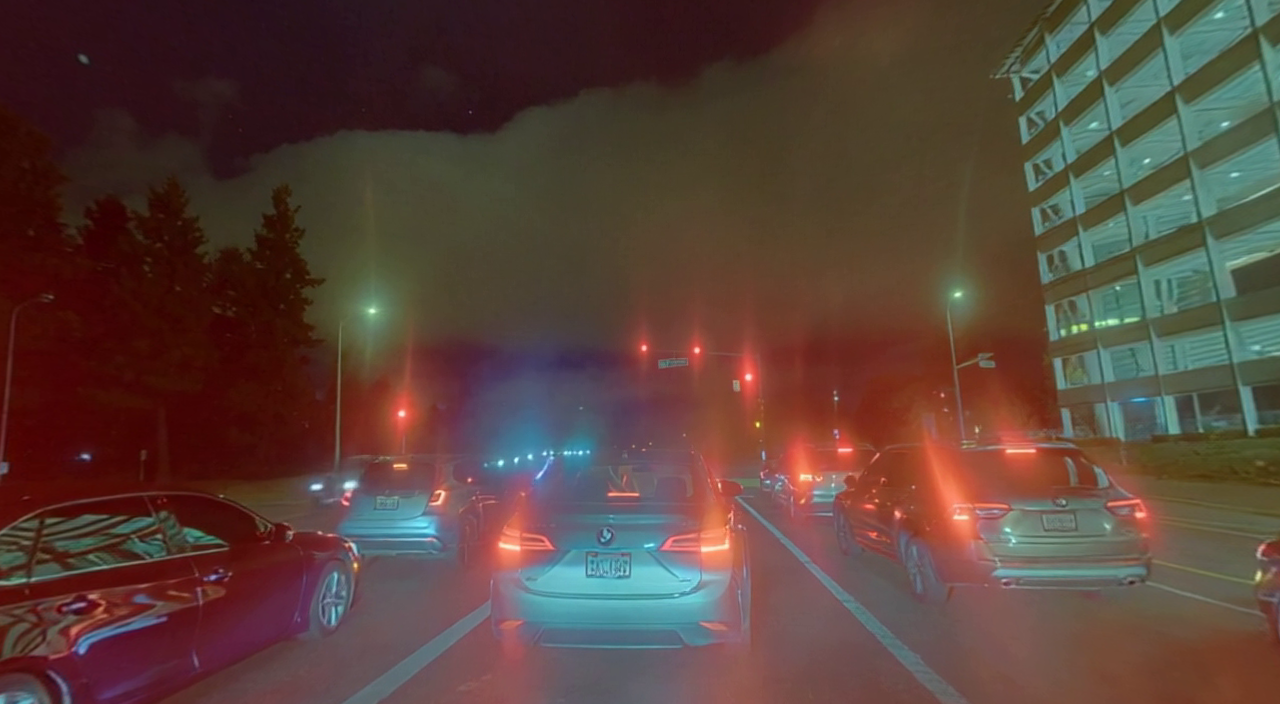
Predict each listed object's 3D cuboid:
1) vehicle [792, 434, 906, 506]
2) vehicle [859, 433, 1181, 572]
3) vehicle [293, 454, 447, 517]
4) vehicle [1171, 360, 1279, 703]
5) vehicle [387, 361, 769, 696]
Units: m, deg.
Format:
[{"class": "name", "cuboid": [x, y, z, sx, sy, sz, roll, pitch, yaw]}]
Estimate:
[{"class": "vehicle", "cuboid": [5.343, 3.034, 16.701, 1.994, 1.638, 4.100, -1, -8, 6]}, {"class": "vehicle", "cuboid": [4.910, 1.972, 9.156, 1.963, 1.480, 4.553, 0, -8, 2]}, {"class": "vehicle", "cuboid": [-7.535, 3.742, 18.289, 2.163, 1.500, 4.753, -1, -8, 3]}, {"class": "vehicle", "cuboid": [4.053, 0.614, 1.105, 1.993, 1.719, 4.953, 0, -8, 2]}, {"class": "vehicle", "cuboid": [-0.201, 1.237, 5.555, 2.021, 1.742, 4.295, -1, -8, 4]}]
